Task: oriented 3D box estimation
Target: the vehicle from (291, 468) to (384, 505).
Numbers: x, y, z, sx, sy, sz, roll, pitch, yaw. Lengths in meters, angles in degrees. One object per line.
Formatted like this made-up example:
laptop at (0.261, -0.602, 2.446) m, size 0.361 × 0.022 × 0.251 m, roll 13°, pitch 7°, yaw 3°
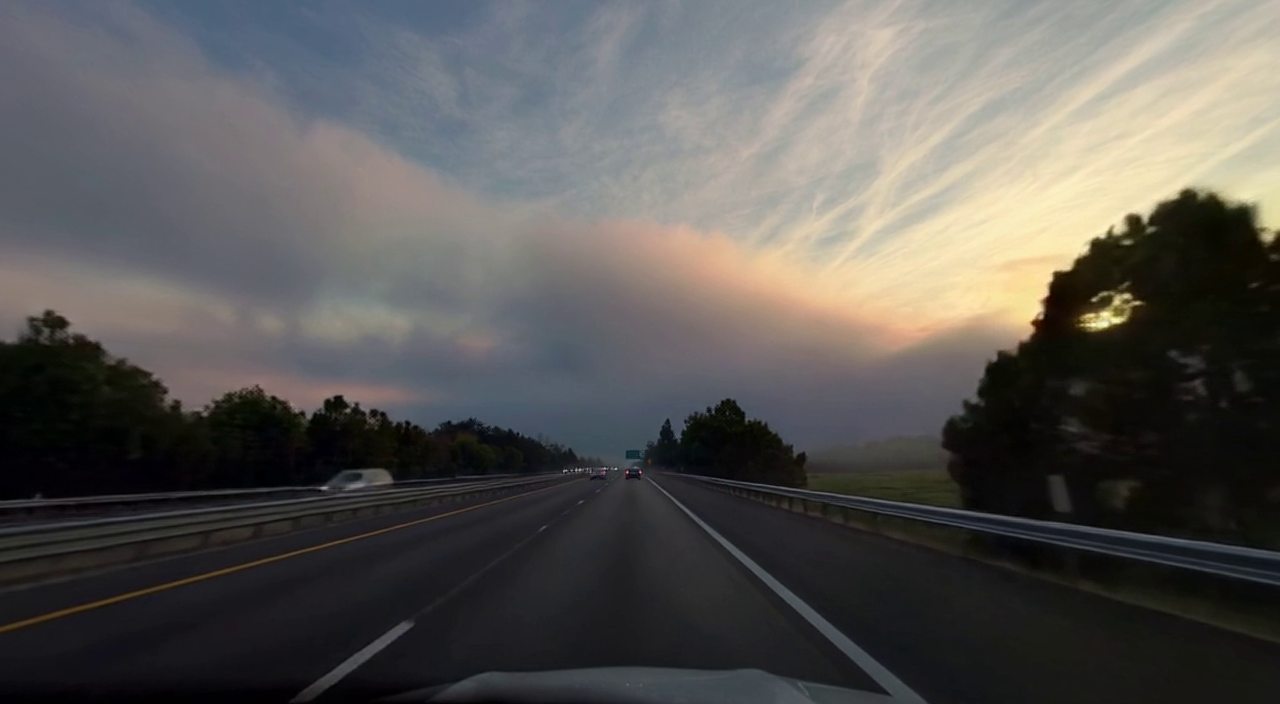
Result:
vehicle at (-13.056, 5.819, 27.506) m, size 1.836 × 1.402 × 4.361 m, roll 1°, pitch -11°, yaw 0°
